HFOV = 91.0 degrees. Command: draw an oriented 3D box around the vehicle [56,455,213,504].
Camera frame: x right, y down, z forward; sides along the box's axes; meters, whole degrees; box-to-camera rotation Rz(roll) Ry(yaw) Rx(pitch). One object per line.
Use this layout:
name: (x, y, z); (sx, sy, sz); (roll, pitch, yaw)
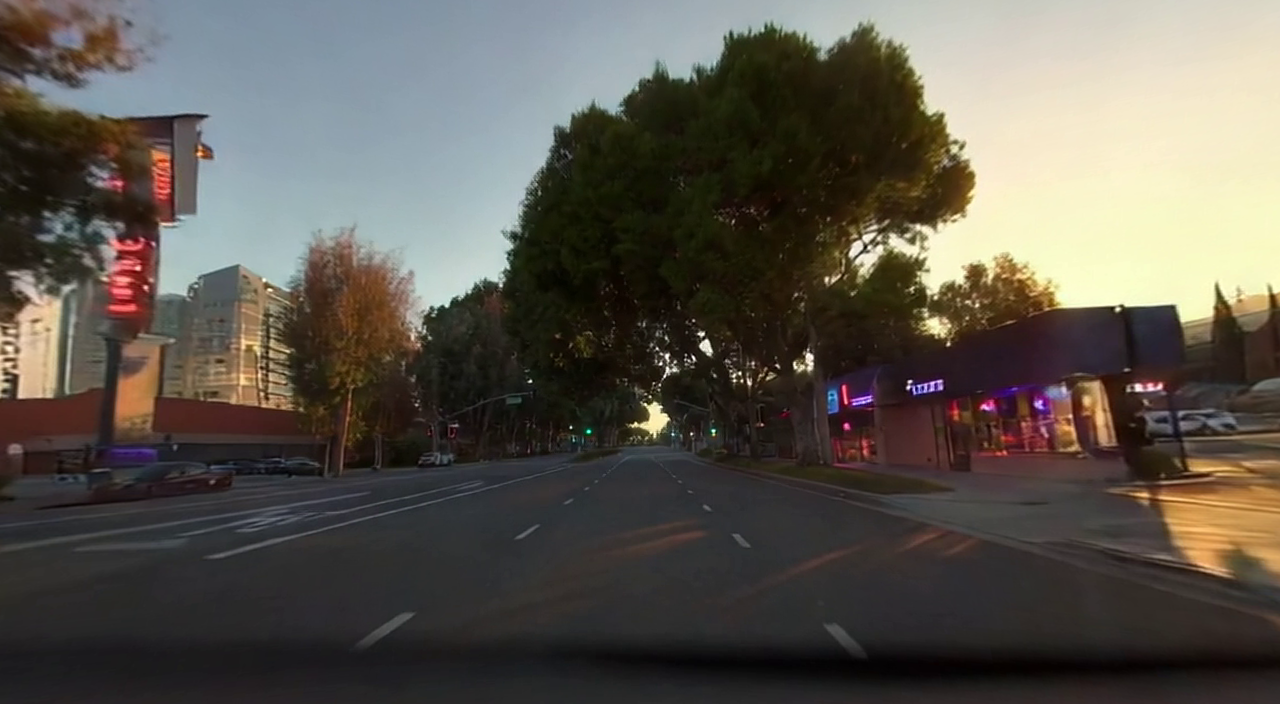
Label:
vehicle: (-18.209, 4.584, 23.045); (1.938, 1.465, 4.744); (-2, -8, -2)

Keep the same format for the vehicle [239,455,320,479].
vehicle: (-25.185, 8.026, 44.052); (4.423, 1.583, 1.861); (1, -9, -7)
